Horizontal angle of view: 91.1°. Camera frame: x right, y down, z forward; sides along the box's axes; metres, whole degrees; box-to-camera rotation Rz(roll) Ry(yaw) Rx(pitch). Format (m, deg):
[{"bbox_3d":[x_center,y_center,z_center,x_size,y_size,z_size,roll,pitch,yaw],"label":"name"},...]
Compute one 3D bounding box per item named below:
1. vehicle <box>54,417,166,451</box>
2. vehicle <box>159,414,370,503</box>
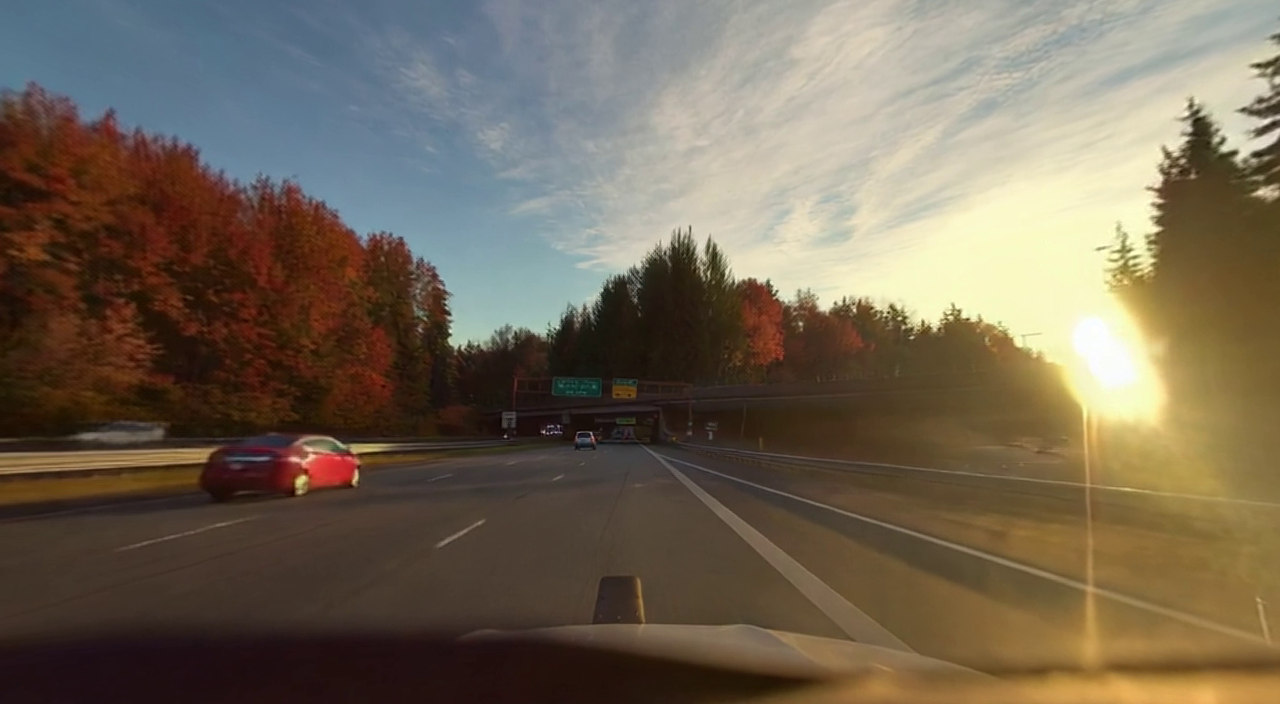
[{"bbox_3d":[-26.108,4.083,31.174,1.962,1.542,4.111,0,-8,0],"label":"vehicle"},{"bbox_3d":[-8.157,2.340,14.314,1.987,1.677,4.580,0,-8,-1],"label":"vehicle"}]
